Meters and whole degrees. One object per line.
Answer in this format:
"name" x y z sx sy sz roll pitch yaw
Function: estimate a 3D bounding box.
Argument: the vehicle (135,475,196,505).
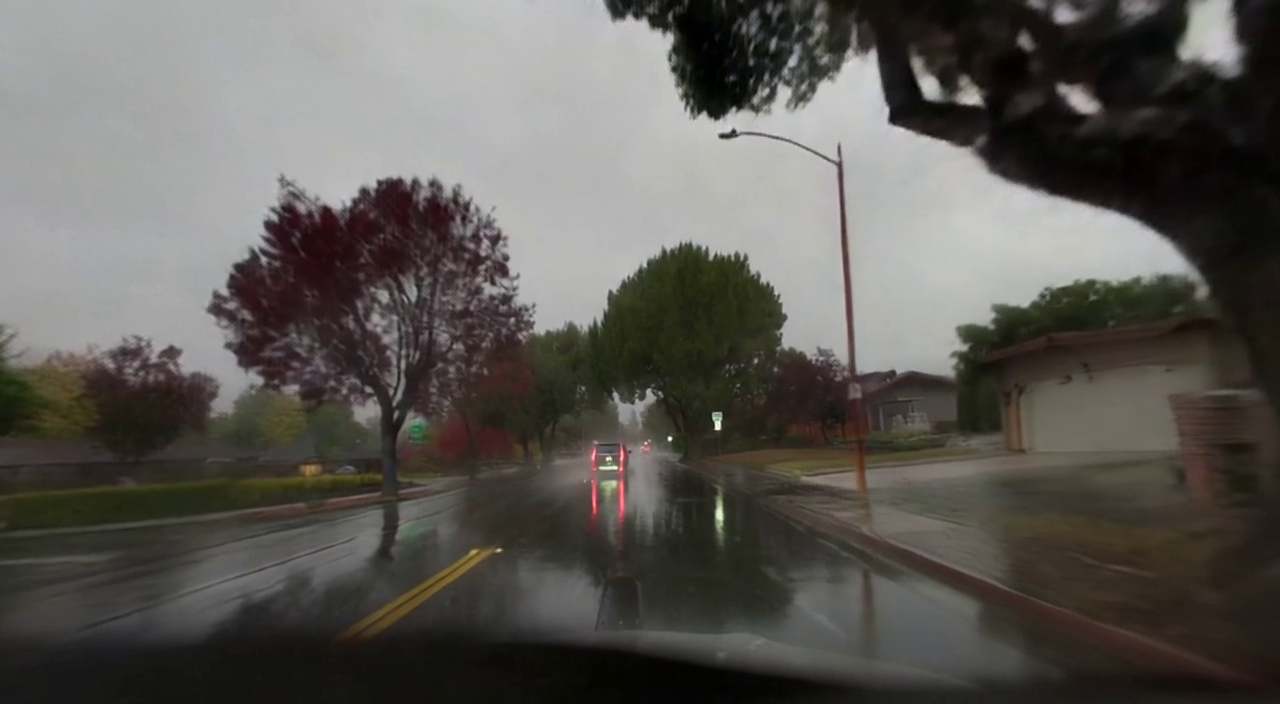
"vehicle" -29.965 8.683 40.033 1.926 1.552 4.355 3 -9 -21

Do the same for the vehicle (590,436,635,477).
"vehicle" -1.412 5.634 34.287 2.210 2.023 4.663 0 -8 0

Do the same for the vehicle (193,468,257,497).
"vehicle" -31.068 9.743 47.295 3.633 1.696 1.754 -6 -9 0
